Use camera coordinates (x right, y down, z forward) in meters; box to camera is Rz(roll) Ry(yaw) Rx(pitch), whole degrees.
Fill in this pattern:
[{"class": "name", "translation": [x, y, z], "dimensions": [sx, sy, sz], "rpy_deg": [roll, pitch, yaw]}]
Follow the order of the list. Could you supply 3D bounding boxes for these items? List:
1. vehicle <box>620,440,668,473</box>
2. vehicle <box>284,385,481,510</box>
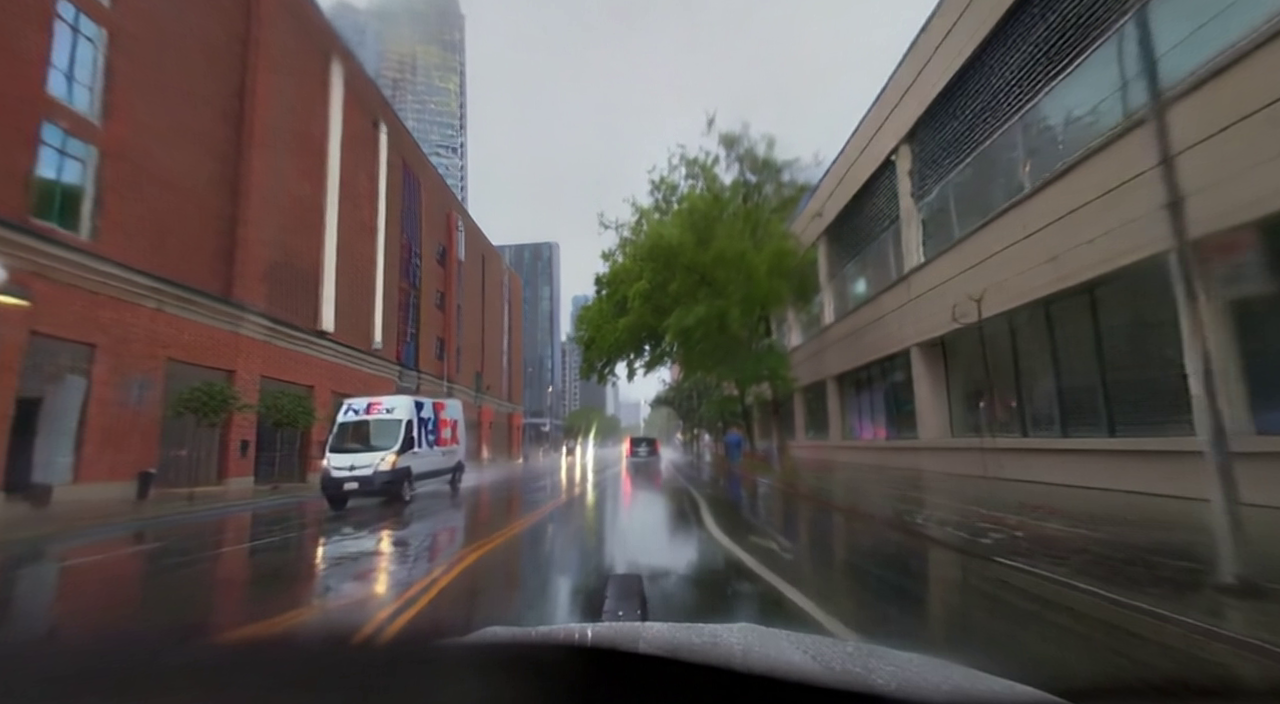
[{"class": "vehicle", "translation": [0.253, 5.494, 33.529], "dimensions": [2.356, 1.572, 4.810], "rpy_deg": [0, -8, 2]}, {"class": "vehicle", "translation": [-7.212, 2.839, 19.122], "dimensions": [2.754, 3.065, 7.103], "rpy_deg": [0, -8, 2]}]
